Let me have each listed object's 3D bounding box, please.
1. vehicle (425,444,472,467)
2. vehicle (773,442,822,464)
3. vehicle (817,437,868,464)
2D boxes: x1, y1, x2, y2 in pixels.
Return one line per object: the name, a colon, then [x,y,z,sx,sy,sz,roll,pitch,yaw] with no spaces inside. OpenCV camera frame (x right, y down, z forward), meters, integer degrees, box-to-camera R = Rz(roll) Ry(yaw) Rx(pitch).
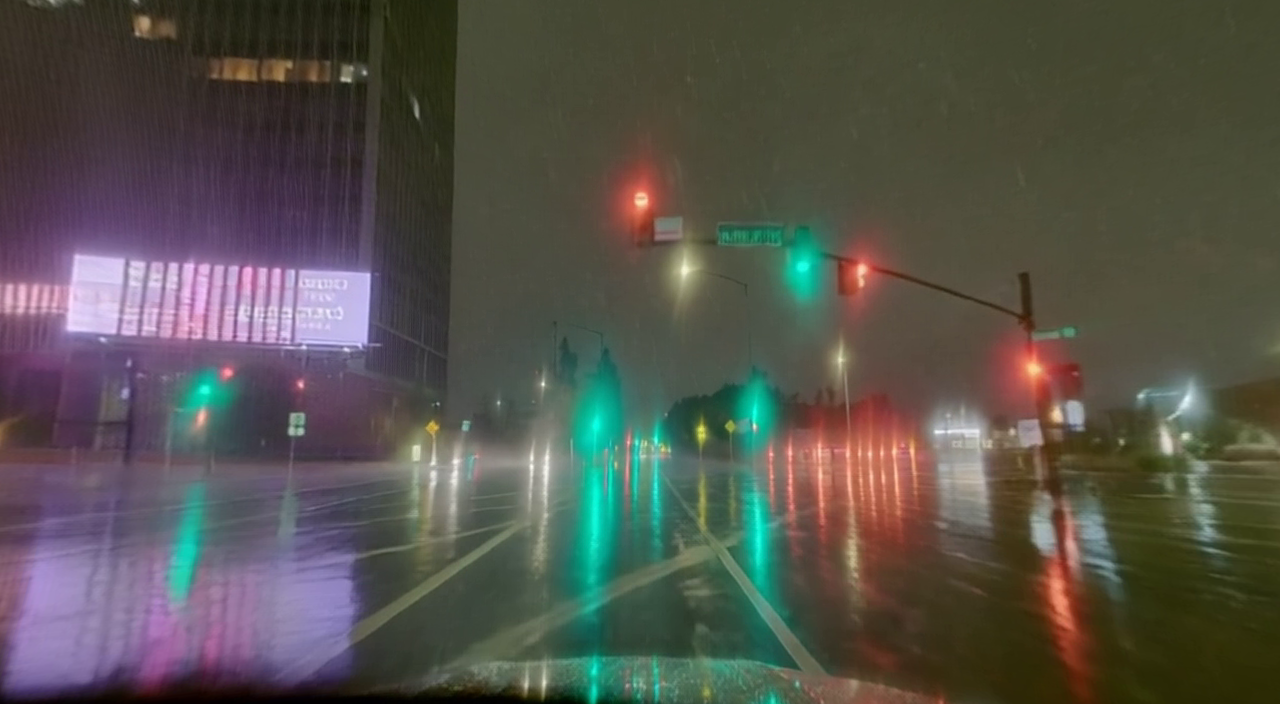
vehicle: [-14.909,8.062,49.467,2.161,1.681,4.743,0,-8,1]
vehicle: [11.668,7.420,46.510,2.023,1.527,5.016,-5,-10,31]
vehicle: [14.637,7.051,45.387,2.232,1.814,5.285,-5,-10,31]
